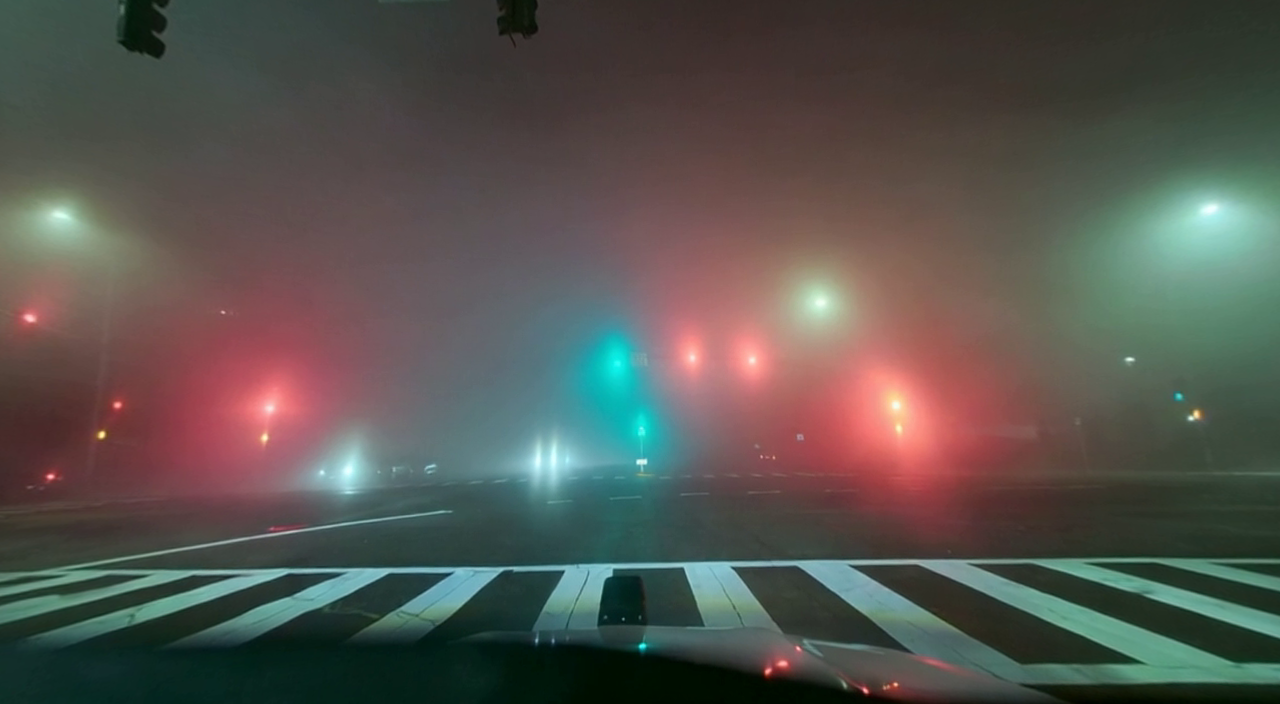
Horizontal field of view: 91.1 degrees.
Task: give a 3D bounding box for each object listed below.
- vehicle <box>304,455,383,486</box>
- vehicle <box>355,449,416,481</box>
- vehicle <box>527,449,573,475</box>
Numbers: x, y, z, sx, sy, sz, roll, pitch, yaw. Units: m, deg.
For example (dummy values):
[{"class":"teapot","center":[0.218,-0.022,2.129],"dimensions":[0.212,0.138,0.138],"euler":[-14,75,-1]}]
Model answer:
[{"class":"vehicle","center":[-16.093,6.438,34.376],"dimensions":[2.055,1.506,4.663],"euler":[0,-8,-1]},{"class":"vehicle","center":[-16.206,7.195,40.279],"dimensions":[1.960,1.819,5.018],"euler":[0,-8,-2]},{"class":"vehicle","center":[-5.501,6.748,38.791],"dimensions":[2.154,1.501,4.416],"euler":[0,-8,0]}]
